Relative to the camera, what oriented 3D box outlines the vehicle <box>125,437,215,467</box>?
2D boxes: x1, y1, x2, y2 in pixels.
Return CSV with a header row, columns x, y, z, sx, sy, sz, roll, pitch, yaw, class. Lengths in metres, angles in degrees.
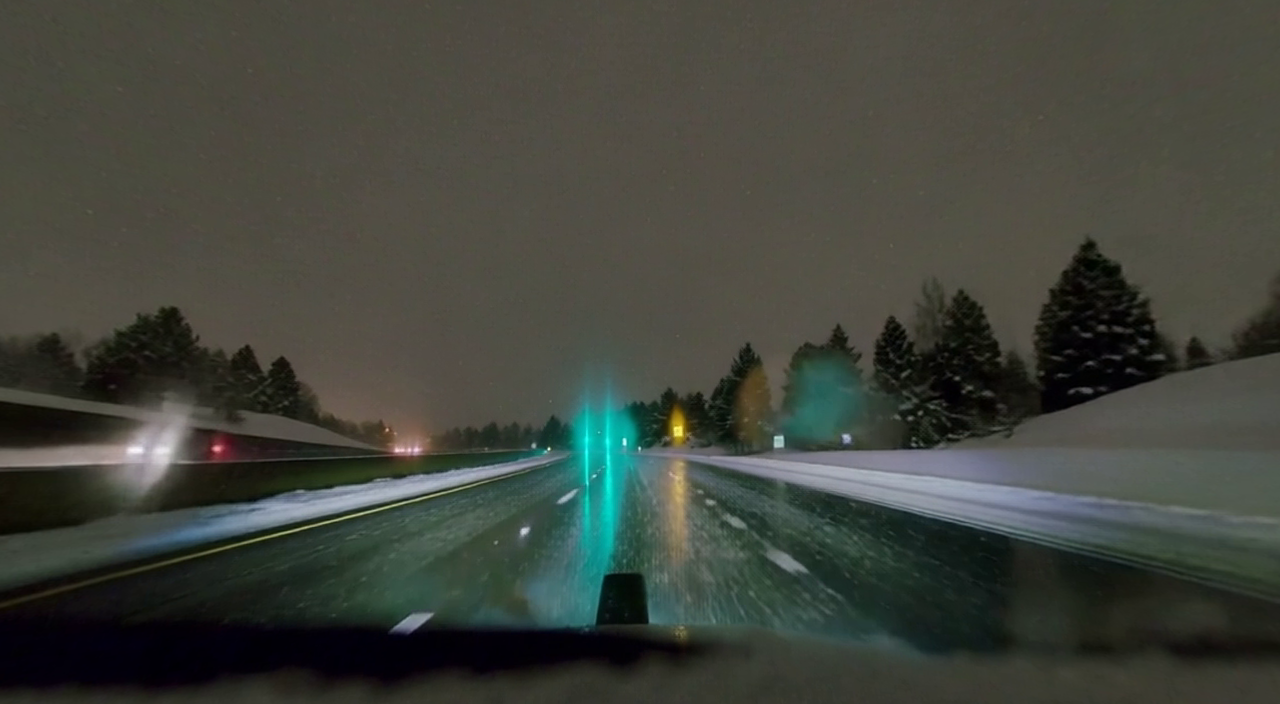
x,y,z,sx,sy,sz,roll,pitch,yaw,class
-29.344,6.253,39.420,1.985,1.683,4.834,0,-8,-1,vehicle
